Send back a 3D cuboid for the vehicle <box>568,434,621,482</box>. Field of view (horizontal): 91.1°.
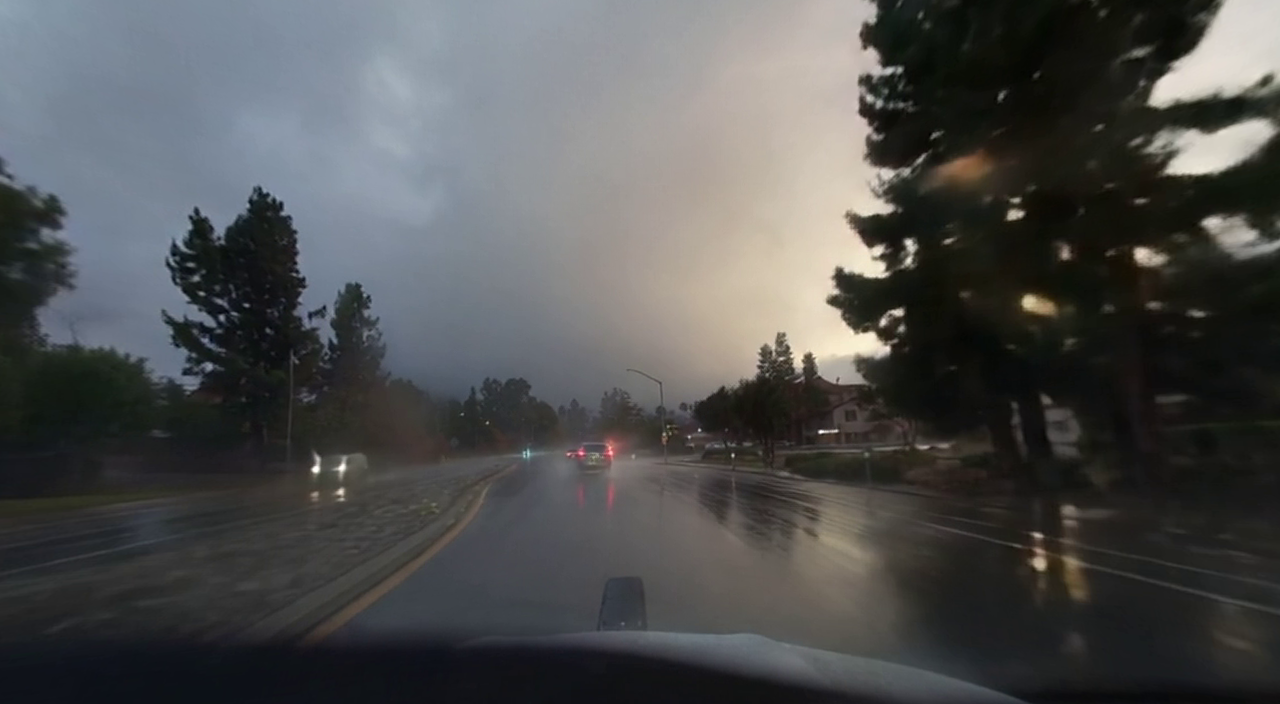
[{"bbox_3d":[-2.159,4.822,28.835,2.072,2.002,4.391,1,-9,-9],"label":"vehicle"}]
